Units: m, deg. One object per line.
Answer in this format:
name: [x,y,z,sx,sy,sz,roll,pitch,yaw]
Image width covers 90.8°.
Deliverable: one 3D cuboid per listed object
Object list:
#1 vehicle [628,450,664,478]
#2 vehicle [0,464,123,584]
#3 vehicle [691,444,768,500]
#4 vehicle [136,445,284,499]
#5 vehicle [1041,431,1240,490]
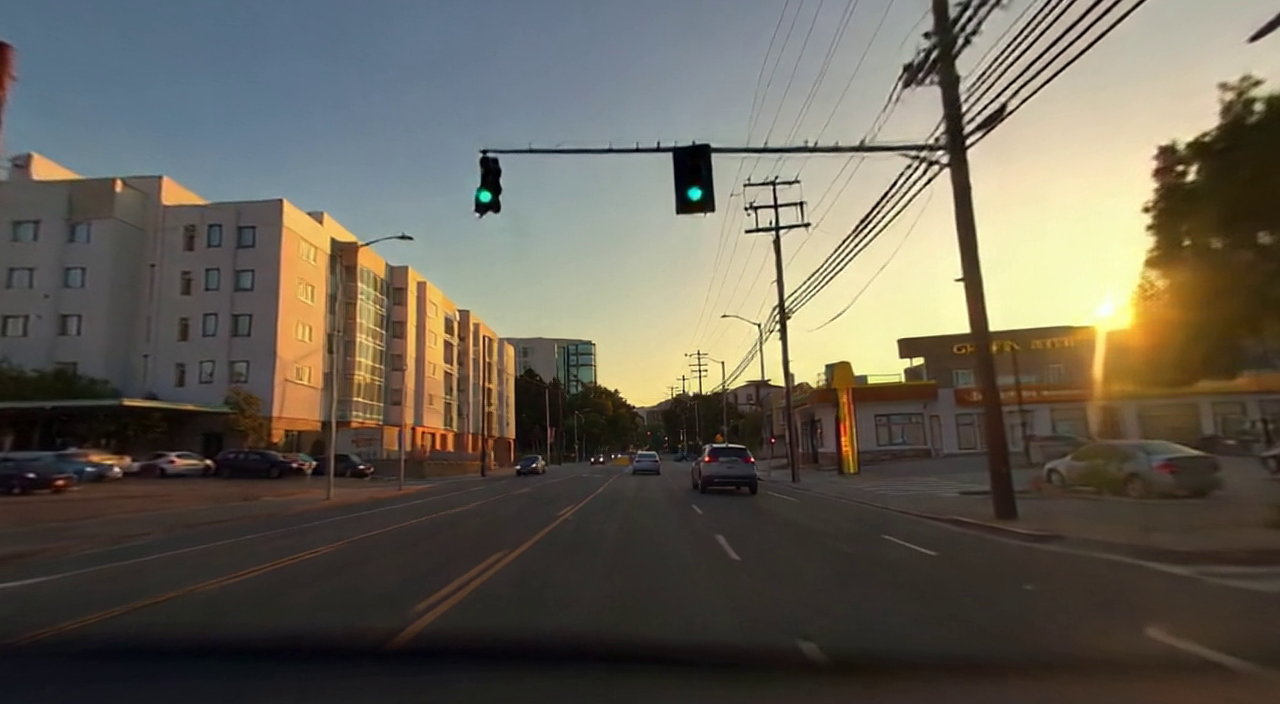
vehicle: [0.377,6.622,37.576,1.999,1.487,3.939,0,-8,1]
vehicle: [-9.086,2.162,7.618,1.859,1.451,4.447,0,-8,1]
vehicle: [2.876,3.961,21.322,1.945,1.647,4.160,0,-8,-1]
vehicle: [-17.516,4.880,25.922,4.591,1.852,2.241,-3,-7,5]
vehicle: [14.174,3.103,18.364,1.846,1.480,4.649,0,-8,-2]
